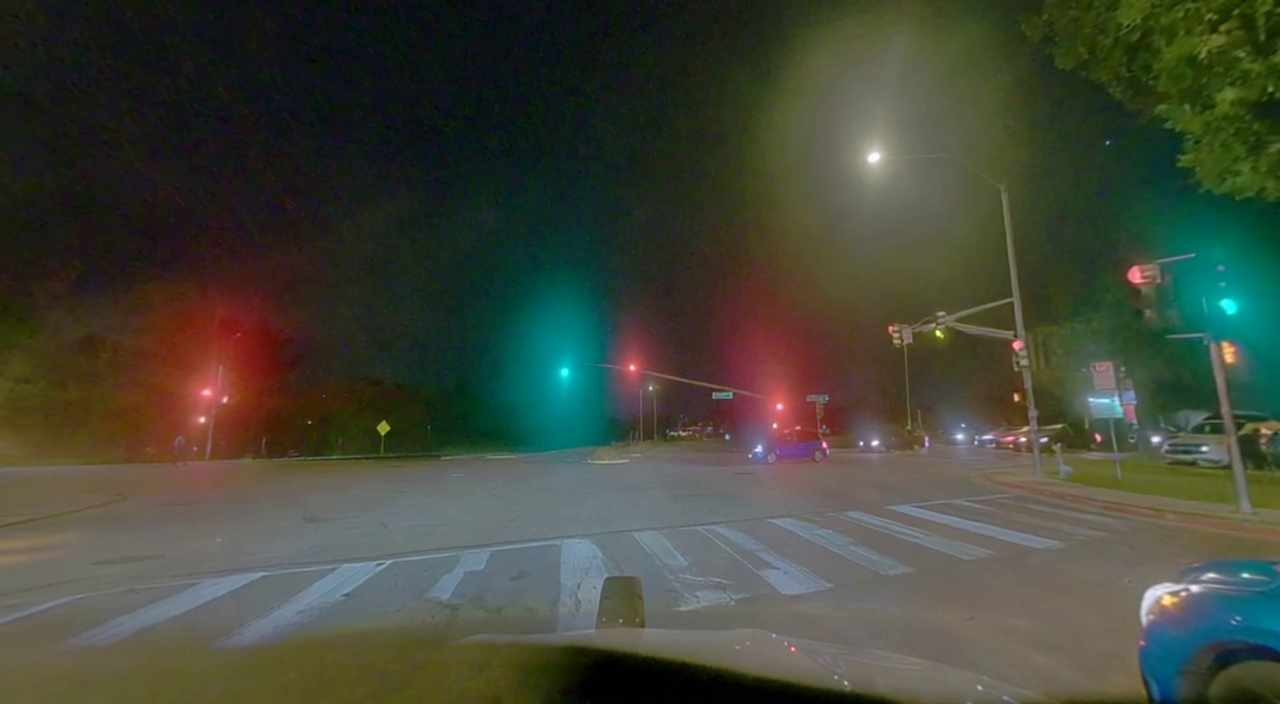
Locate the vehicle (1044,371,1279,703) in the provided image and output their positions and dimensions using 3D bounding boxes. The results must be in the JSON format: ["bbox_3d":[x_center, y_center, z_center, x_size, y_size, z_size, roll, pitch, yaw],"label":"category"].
[{"bbox_3d":[3.144,0.628,0.625,2.017,1.559,5.132,0,-9,-1],"label":"vehicle"}]

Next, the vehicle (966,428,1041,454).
[{"bbox_3d":[26.858,6.614,46.670,5.032,1.828,2.183,4,-9,-24],"label":"vehicle"}]

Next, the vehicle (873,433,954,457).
[{"bbox_3d":[18.645,6.328,43.014,5.234,1.549,1.982,4,-9,-24],"label":"vehicle"}]

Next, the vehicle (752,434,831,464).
[{"bbox_3d":[8.050,5.165,33.593,3.896,1.500,1.740,5,-10,-30],"label":"vehicle"}]
